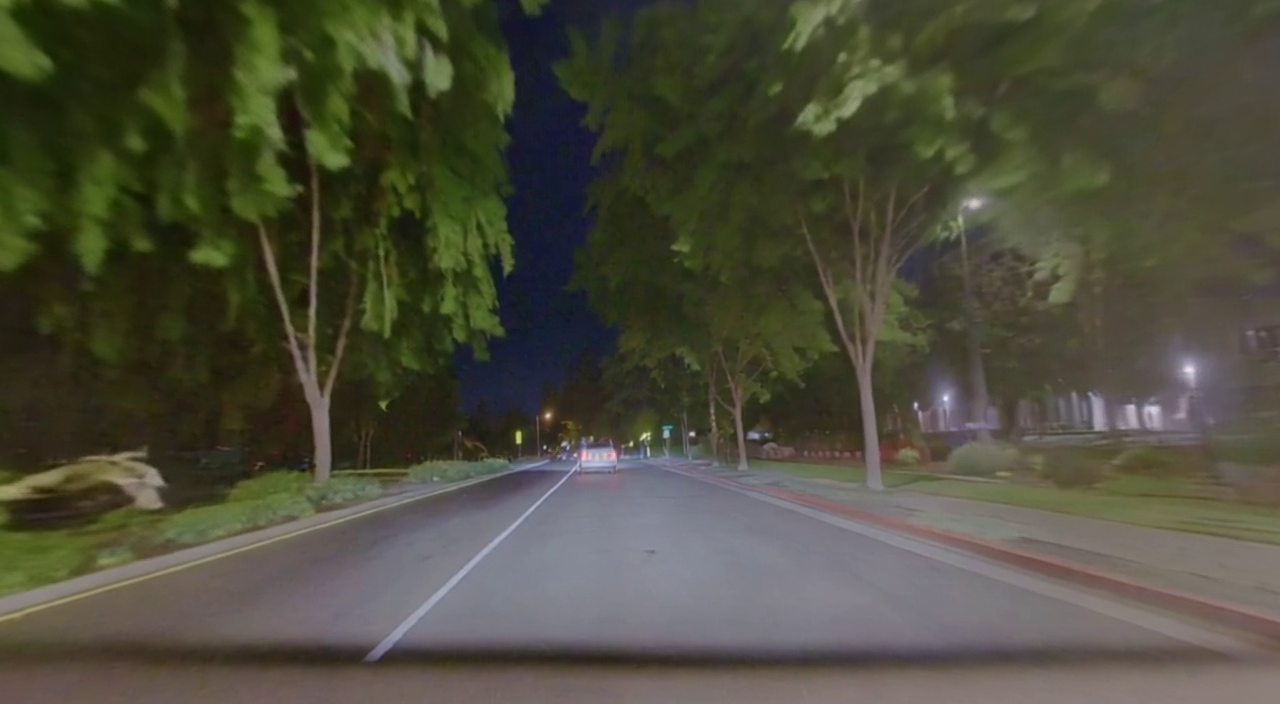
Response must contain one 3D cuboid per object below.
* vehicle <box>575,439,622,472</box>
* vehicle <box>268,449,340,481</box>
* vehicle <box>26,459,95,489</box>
[{"bbox_3d":[-2.043,5.110,31.519,2.142,1.501,4.273,0,-8,-3],"label":"vehicle"},{"bbox_3d":[-21.125,7.078,39.988,2.109,1.858,5.253,1,-8,-6],"label":"vehicle"},{"bbox_3d":[-34.051,7.117,37.249,1.809,1.551,4.352,4,-9,-27],"label":"vehicle"}]
